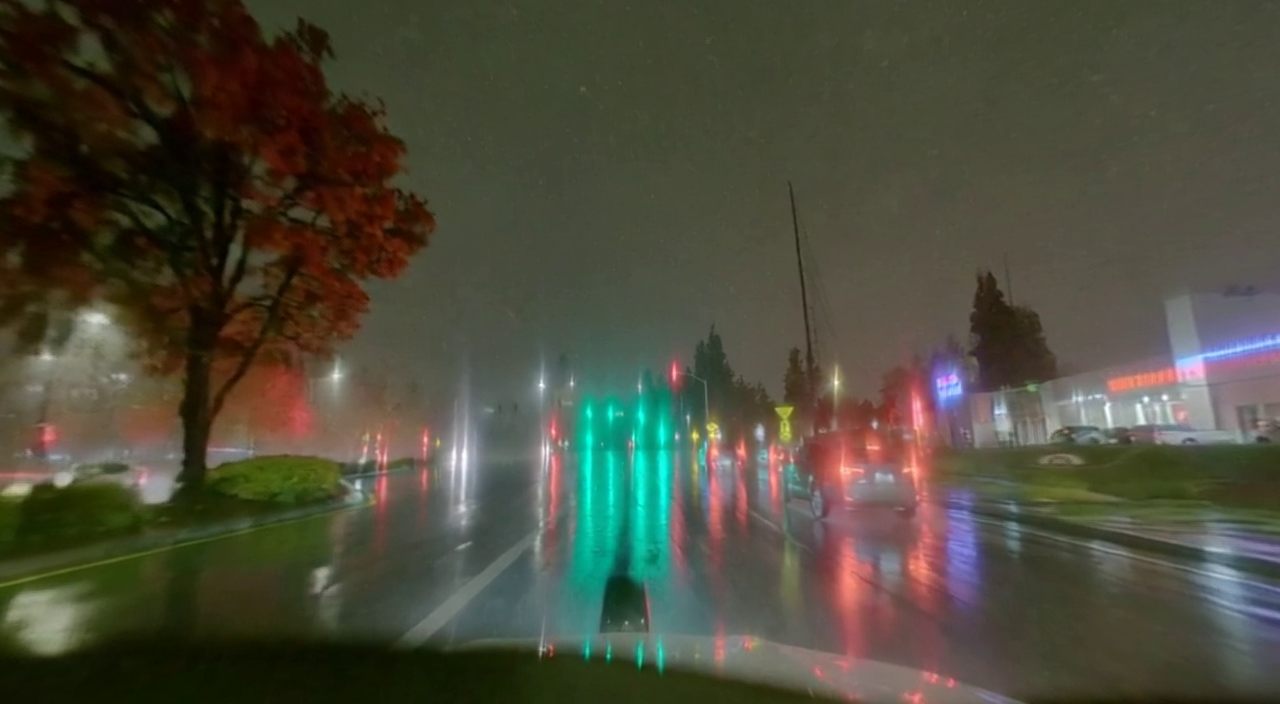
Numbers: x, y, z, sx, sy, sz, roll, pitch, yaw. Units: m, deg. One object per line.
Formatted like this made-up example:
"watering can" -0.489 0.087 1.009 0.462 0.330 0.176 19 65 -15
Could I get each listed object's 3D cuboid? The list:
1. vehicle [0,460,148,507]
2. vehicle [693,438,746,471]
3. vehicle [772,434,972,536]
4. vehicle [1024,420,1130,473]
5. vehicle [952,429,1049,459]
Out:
"vehicle" -21.641 4.985 24.353 1.832 1.496 4.458 0 -8 -3
"vehicle" 3.851 5.071 31.397 1.939 1.474 4.716 0 -8 -1
"vehicle" 3.799 2.233 11.267 1.872 1.431 4.270 0 -8 -1
"vehicle" 14.989 3.215 21.520 2.165 1.591 4.471 -8 -12 43
"vehicle" 24.751 6.319 43.425 5.353 1.740 1.868 -4 -7 3
